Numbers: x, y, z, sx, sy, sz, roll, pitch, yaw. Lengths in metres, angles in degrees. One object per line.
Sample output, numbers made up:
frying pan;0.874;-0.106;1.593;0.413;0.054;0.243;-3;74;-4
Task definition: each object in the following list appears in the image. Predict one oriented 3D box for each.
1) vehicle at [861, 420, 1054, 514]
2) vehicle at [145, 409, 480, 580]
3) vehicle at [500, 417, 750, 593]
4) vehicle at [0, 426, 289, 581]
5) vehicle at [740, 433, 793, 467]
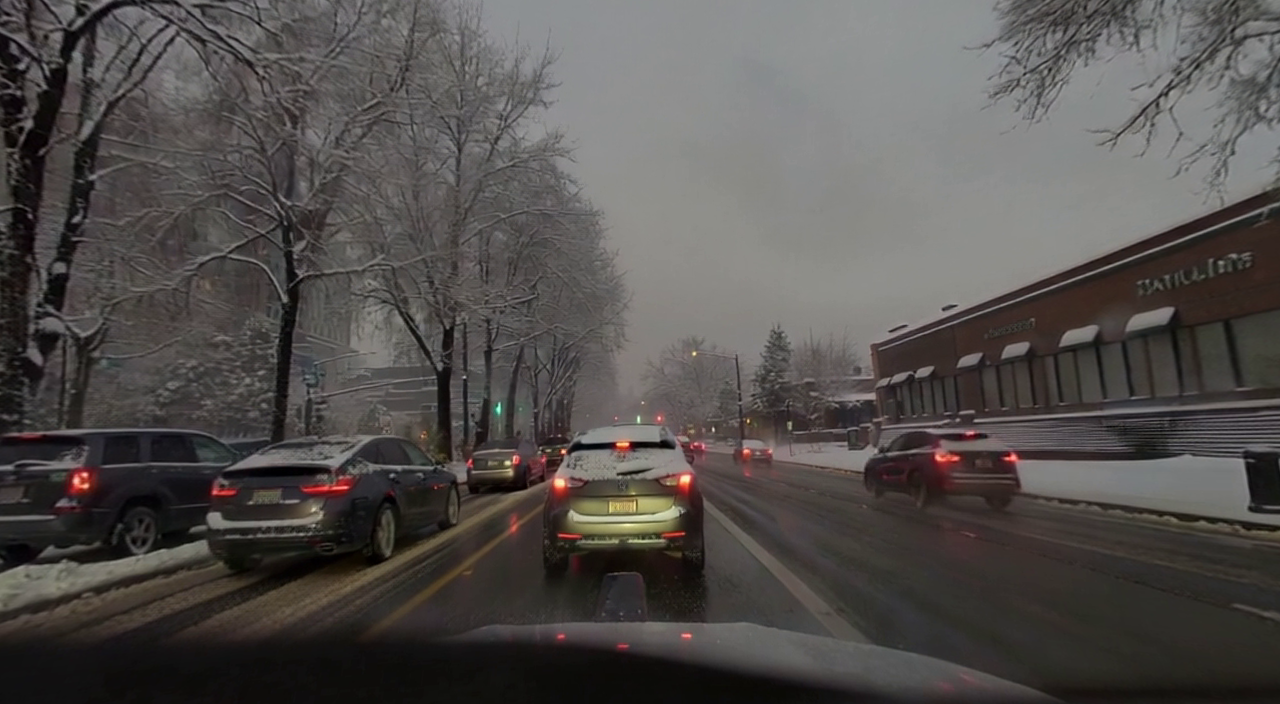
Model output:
vehicle;6.326;2.342;13.234;1.895;1.633;4.030;0;-9;0
vehicle;-3.706;1.697;8.307;2.009;1.619;4.376;0;-9;1
vehicle;-0.166;1.641;7.642;2.161;1.501;4.184;0;-9;-1
vehicle;-6.952;1.818;8.468;1.860;1.491;4.586;0;-9;0
vehicle;6.651;5.234;33.692;1.889;1.681;4.120;0;-9;-1
